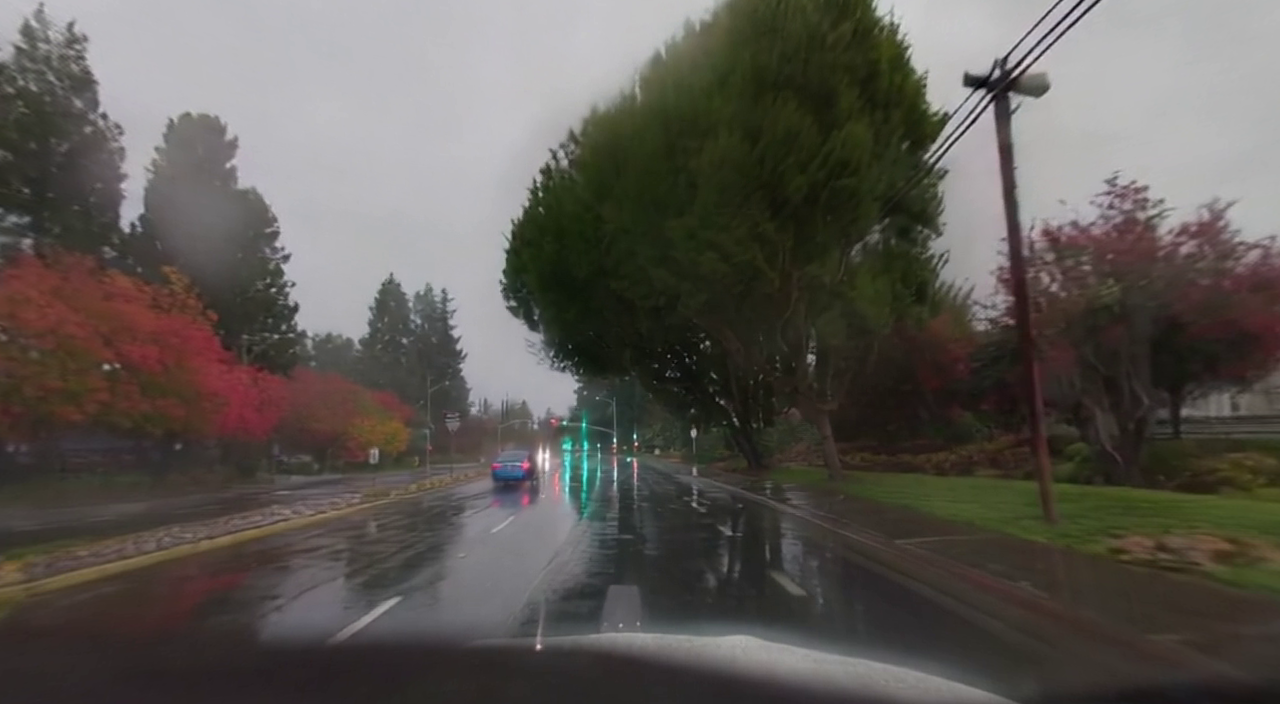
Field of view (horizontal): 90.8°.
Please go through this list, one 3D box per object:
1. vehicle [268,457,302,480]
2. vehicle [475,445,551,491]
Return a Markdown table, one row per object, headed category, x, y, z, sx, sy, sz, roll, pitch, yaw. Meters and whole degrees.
| category | x | y | z | sx | sy | sz | roll | pitch | yaw |
| --- | --- | --- | --- | --- | --- | --- | --- | --- | --- |
| vehicle | -28.004 | 9.166 | 49.950 | 1.723 | 1.569 | 4.694 | 3 | -9 | -22 |
| vehicle | -4.515 | 4.169 | 23.144 | 1.980 | 1.508 | 4.502 | 0 | -8 | -2 |
